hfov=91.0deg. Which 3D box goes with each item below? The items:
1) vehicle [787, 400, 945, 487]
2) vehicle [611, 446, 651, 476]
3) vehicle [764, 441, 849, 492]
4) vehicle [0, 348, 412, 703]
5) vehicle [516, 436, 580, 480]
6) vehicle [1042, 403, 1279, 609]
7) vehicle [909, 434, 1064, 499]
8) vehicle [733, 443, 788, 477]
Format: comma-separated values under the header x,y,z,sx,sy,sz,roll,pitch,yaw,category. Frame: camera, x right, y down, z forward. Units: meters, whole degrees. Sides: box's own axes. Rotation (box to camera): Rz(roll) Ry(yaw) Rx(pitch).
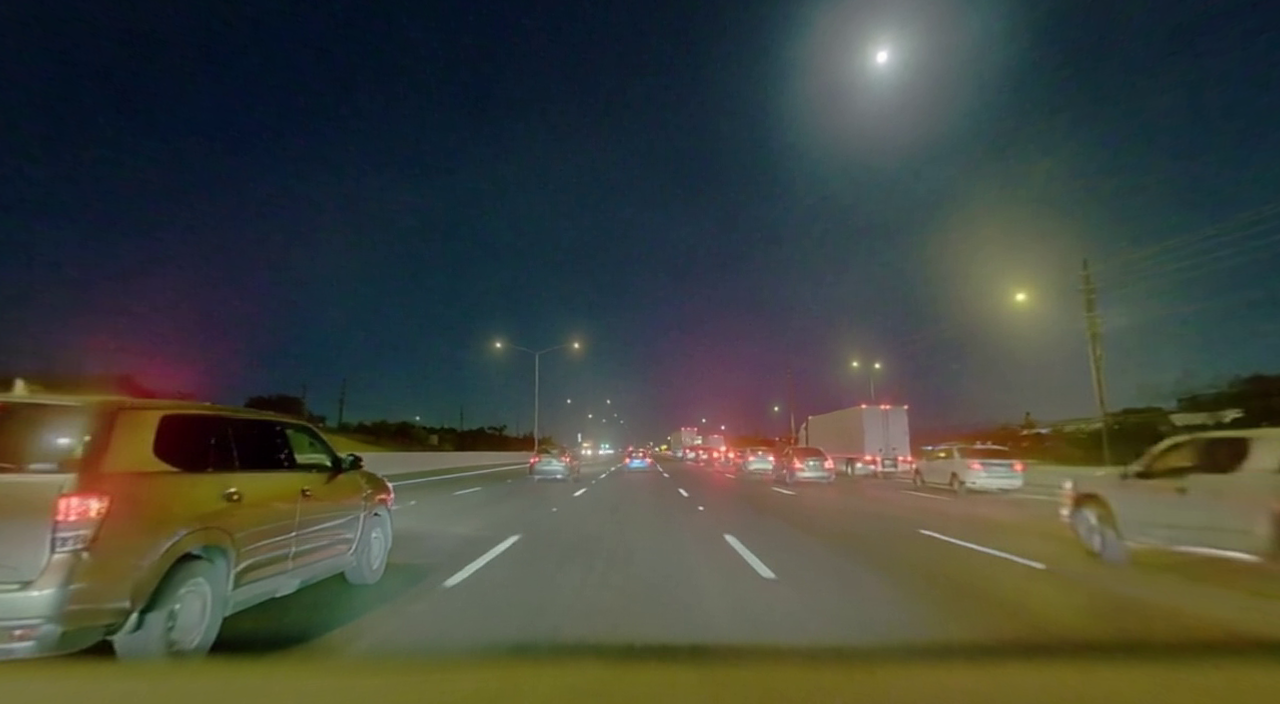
x,y,z,sx,sy,sz,roll,pitch,yaw,category
10.374,4.516,31.070,3.442,3.405,11.948,0,-8,0,vehicle
-0.465,5.909,34.467,2.060,1.508,4.308,0,-8,0,vehicle
5.649,3.905,21.925,1.956,1.576,4.211,0,-9,3,vehicle
-3.491,1.127,4.338,2.127,1.705,4.374,0,-8,1,vehicle
-4.122,4.843,28.992,2.147,1.825,4.602,0,-8,1,vehicle
6.260,1.387,5.995,2.058,1.667,4.209,0,-8,0,vehicle
10.569,3.515,19.748,2.046,1.754,4.862,0,-9,-1,vehicle
6.081,5.491,32.295,1.989,1.642,4.082,0,-8,0,vehicle
